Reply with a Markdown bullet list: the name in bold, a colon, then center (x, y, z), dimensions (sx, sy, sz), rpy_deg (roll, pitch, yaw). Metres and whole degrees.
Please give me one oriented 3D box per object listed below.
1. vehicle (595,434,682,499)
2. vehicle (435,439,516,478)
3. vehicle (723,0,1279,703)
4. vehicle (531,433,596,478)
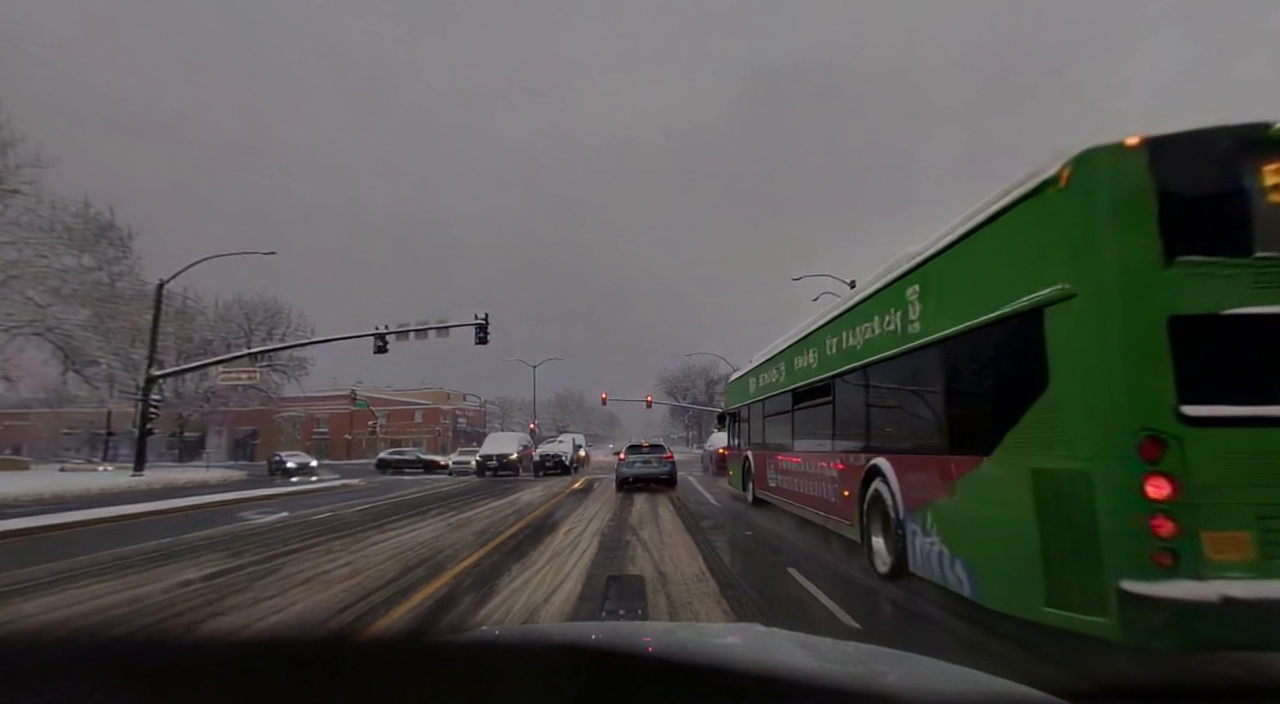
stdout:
- **vehicle**: center (-0.018, 2.996, 16.854), dimensions (2.060, 1.499, 3.831), rpy_deg (0, -9, 1)
- **vehicle**: center (-6.791, 4.430, 26.629), dimensions (1.927, 1.480, 4.832), rpy_deg (-1, -9, 2)
- **vehicle**: center (3.588, 0.587, 9.519), dimensions (2.970, 4.015, 13.606), rpy_deg (0, -9, 1)
- **vehicle**: center (-3.138, 4.335, 26.741), dimensions (2.020, 1.721, 4.366), rpy_deg (-1, -9, 2)
